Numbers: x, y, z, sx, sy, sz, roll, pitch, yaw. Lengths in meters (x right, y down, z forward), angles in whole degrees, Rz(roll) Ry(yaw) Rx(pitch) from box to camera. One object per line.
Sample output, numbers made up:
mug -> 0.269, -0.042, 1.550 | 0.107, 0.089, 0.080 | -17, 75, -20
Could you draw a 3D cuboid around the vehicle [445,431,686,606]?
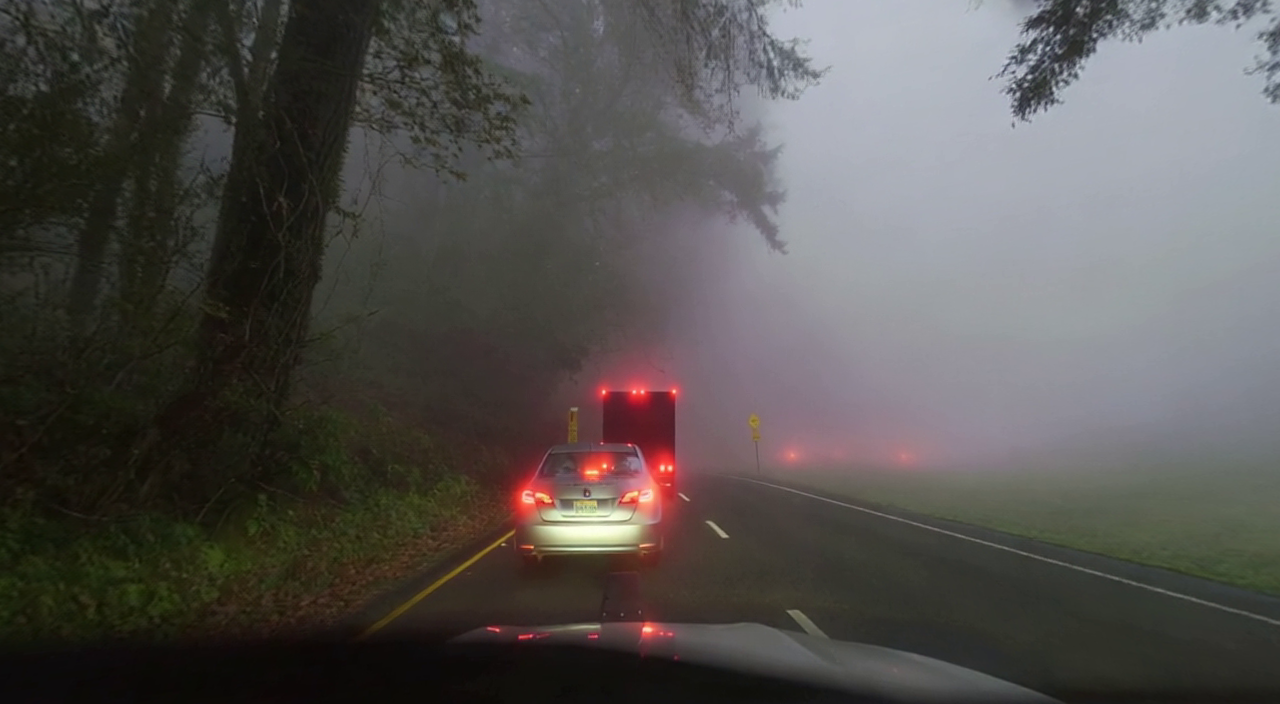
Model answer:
vehicle -> -0.632, 1.752, 7.551 | 2.076, 1.490, 4.078 | 0, -9, 0
